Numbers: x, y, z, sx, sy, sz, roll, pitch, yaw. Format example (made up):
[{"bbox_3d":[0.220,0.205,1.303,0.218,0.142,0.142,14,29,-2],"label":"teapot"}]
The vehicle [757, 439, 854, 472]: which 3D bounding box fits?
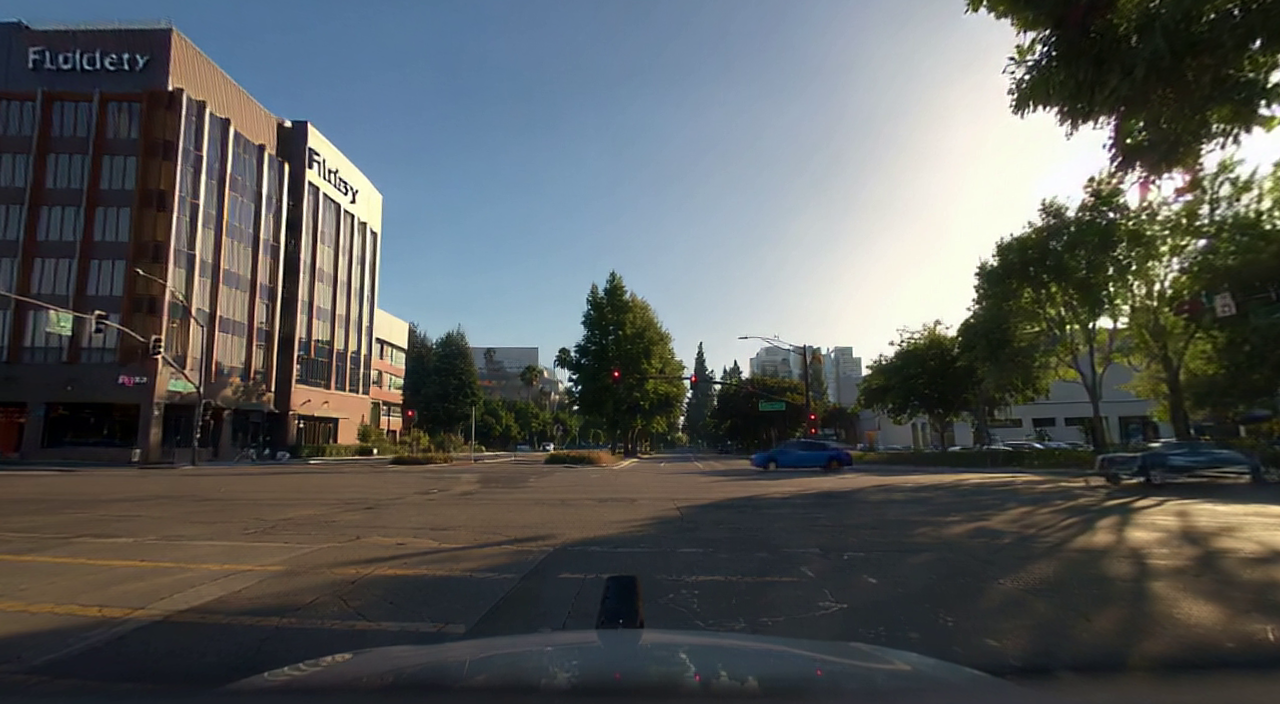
[{"bbox_3d":[8.937,5.582,34.306,4.639,1.699,2.030,0,-9,-4],"label":"vehicle"}]
